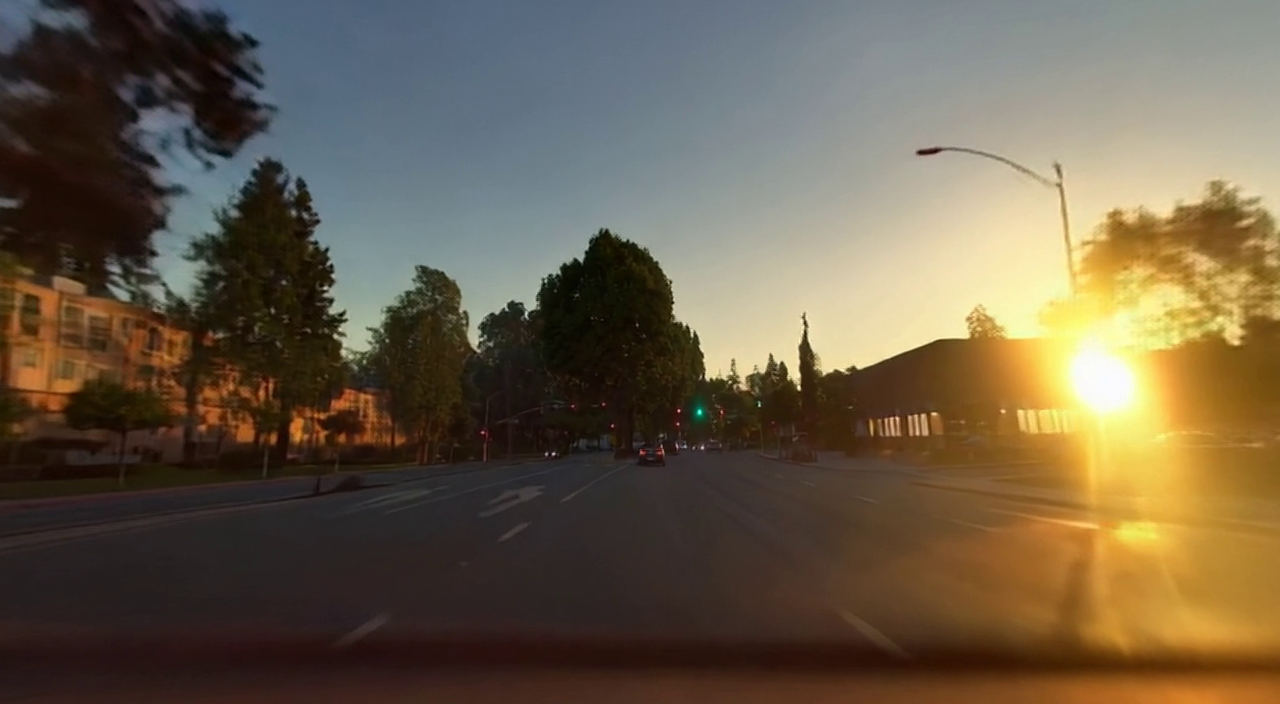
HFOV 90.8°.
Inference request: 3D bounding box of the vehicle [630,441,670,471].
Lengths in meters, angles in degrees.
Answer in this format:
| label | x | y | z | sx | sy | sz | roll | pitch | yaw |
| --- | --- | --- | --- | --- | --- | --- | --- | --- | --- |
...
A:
| label | x | y | z | sx | sy | sz | roll | pitch | yaw |
| --- | --- | --- | --- | --- | --- | --- | --- | --- | --- |
| vehicle | 0.607 | 5.861 | 35.676 | 2.037 | 1.568 | 3.693 | -1 | -9 | 4 |
